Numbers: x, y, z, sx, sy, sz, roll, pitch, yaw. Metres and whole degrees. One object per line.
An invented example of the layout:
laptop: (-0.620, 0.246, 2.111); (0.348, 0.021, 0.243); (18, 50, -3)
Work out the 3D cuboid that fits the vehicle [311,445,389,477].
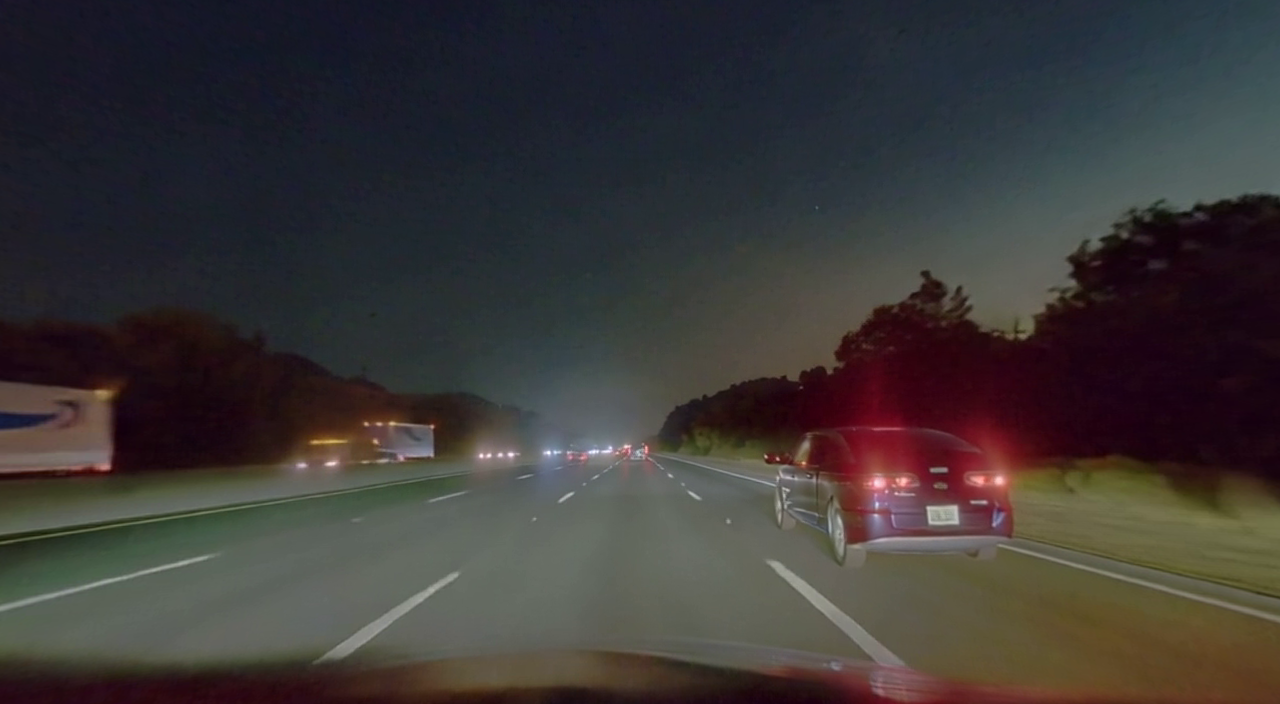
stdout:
vehicle: (-15.641, 5.900, 34.337); (2.023, 1.572, 4.568); (0, -9, 1)
